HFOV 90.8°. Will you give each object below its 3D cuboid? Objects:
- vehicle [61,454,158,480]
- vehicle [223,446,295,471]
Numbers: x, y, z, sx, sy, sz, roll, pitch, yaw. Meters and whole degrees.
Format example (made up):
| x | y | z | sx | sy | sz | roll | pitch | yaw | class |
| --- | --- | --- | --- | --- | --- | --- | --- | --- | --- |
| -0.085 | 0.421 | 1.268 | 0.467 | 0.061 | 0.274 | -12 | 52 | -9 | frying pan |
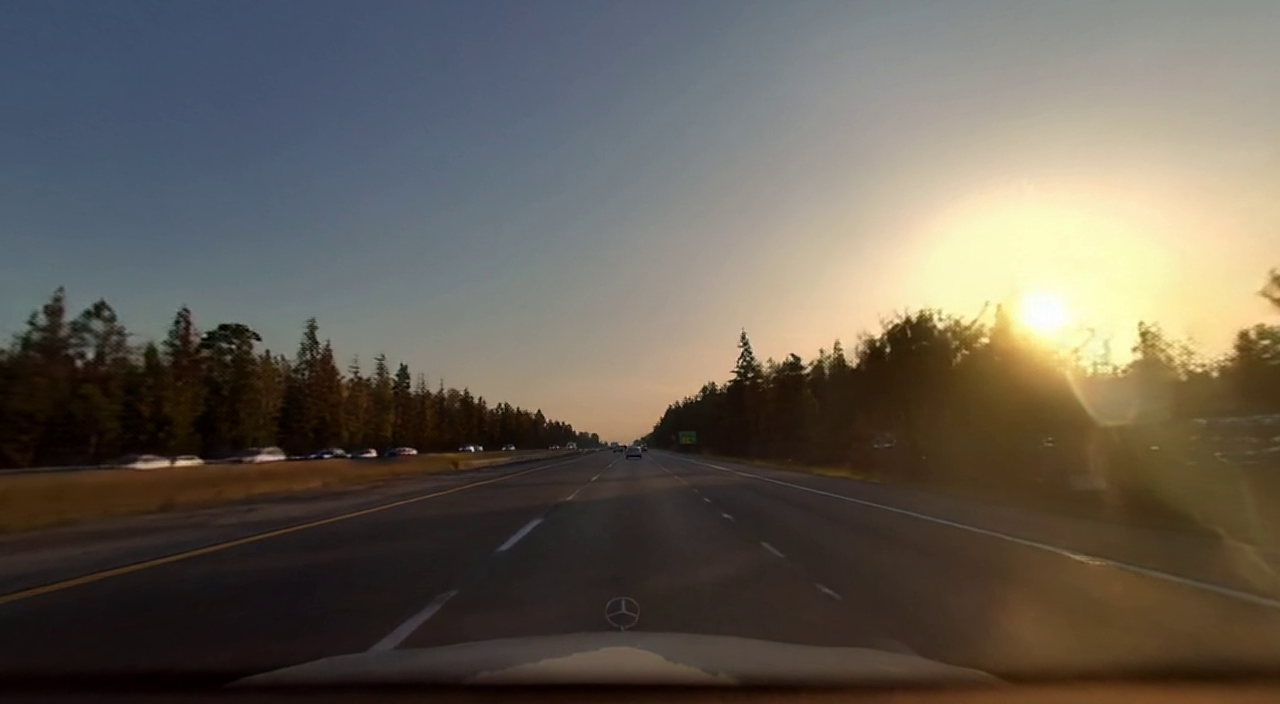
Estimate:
| x | y | z | sx | sy | sz | roll | pitch | yaw | class |
| --- | --- | --- | --- | --- | --- | --- | --- | --- | --- |
| -32.700 | 7.079 | 39.123 | 1.825 | 1.464 | 4.853 | 0 | -9 | -1 | vehicle |
| -28.833 | 8.069 | 48.084 | 2.089 | 1.787 | 5.411 | 0 | -9 | 0 | vehicle |
